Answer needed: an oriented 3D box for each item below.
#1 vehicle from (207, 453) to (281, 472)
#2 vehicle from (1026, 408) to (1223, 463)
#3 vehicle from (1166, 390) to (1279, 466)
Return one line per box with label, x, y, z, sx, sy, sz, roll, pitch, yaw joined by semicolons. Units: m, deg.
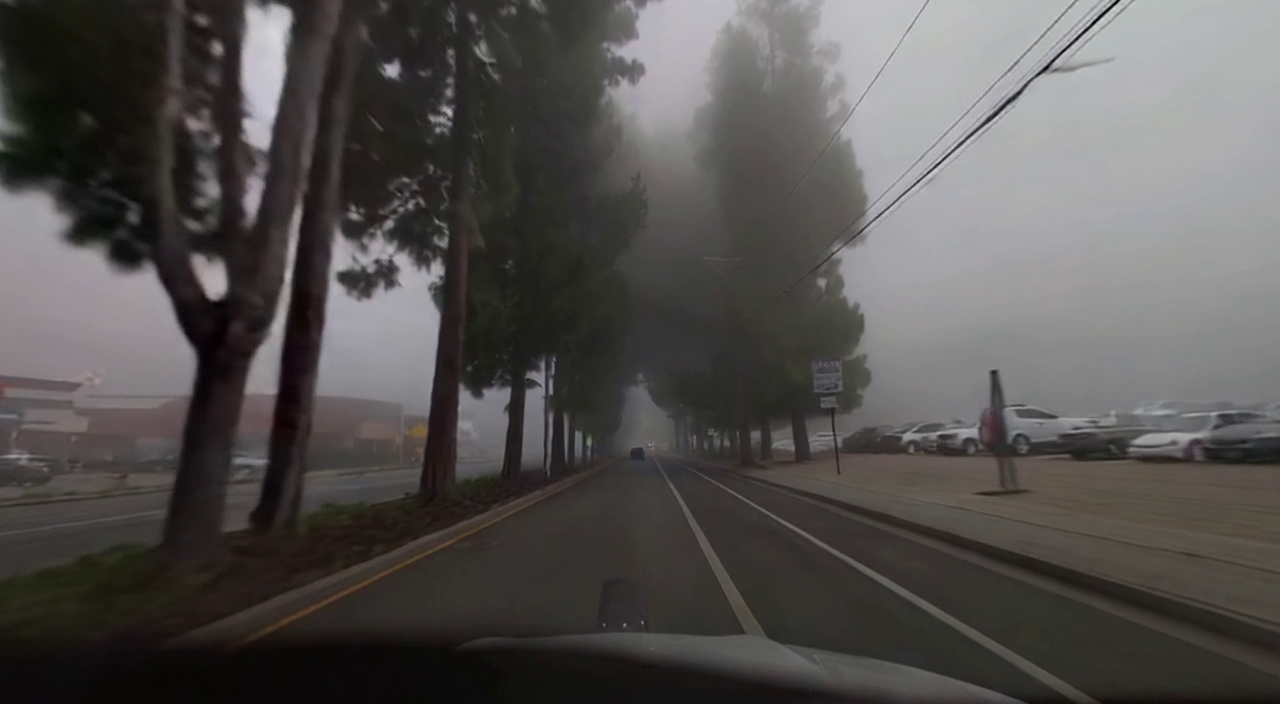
vehicle;-30.588;8.557;48.787;4.448;1.430;1.888;-1;-9;1
vehicle;13.347;2.341;17.565;3.820;1.413;1.952;0;-9;0
vehicle;13.410;1.566;12.879;3.547;1.438;1.891;0;-9;0
